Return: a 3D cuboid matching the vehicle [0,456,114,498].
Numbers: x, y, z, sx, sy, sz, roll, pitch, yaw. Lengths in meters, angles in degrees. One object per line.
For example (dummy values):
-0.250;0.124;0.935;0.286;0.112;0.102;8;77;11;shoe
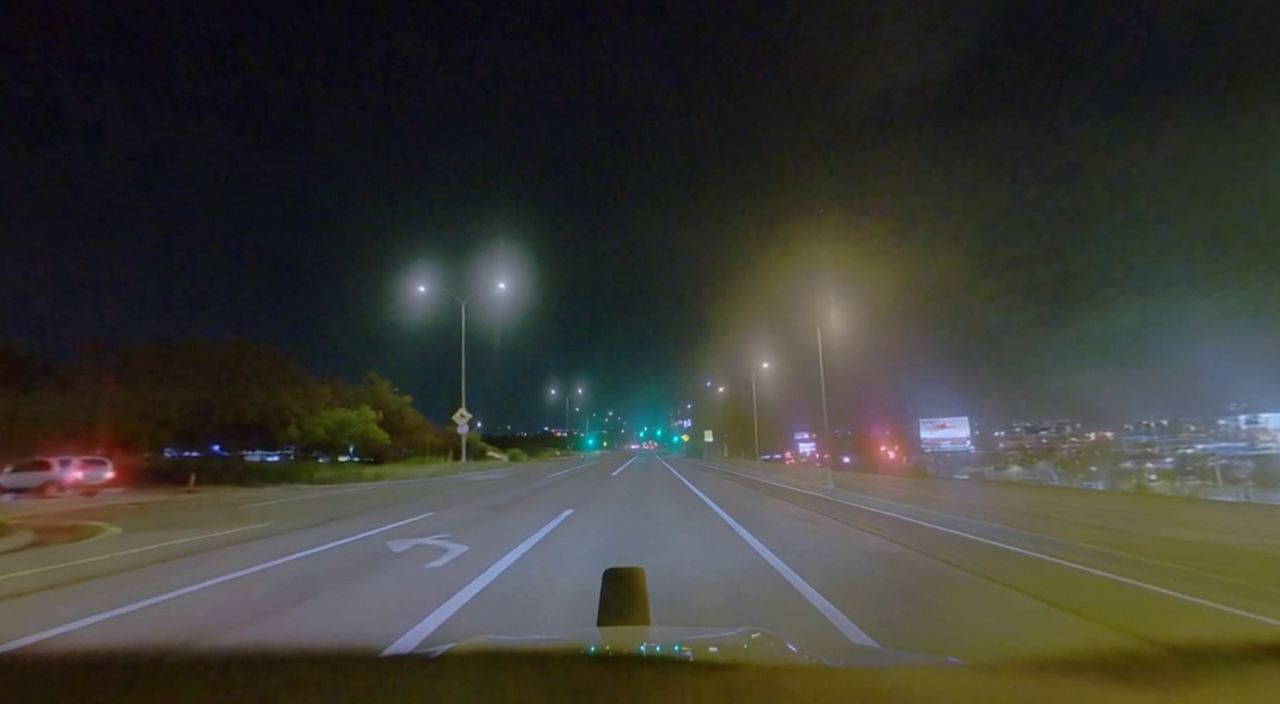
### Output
-25.761;5.357;27.152;4.495;1.641;1.966;-1;-9;4;vehicle
